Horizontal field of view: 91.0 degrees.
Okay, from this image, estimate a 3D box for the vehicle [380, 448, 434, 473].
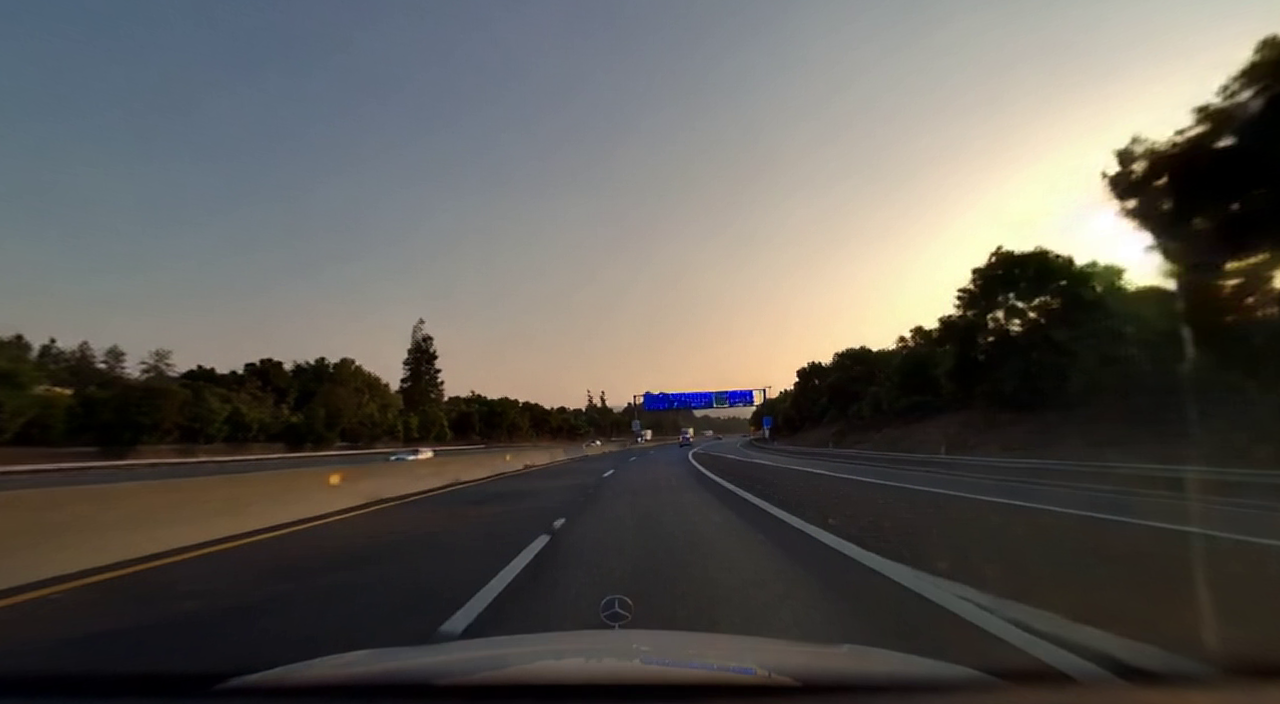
[{"bbox_3d":[-14.747,6.873,40.049,1.938,1.469,3.725,-1,-8,2],"label":"vehicle"}]
